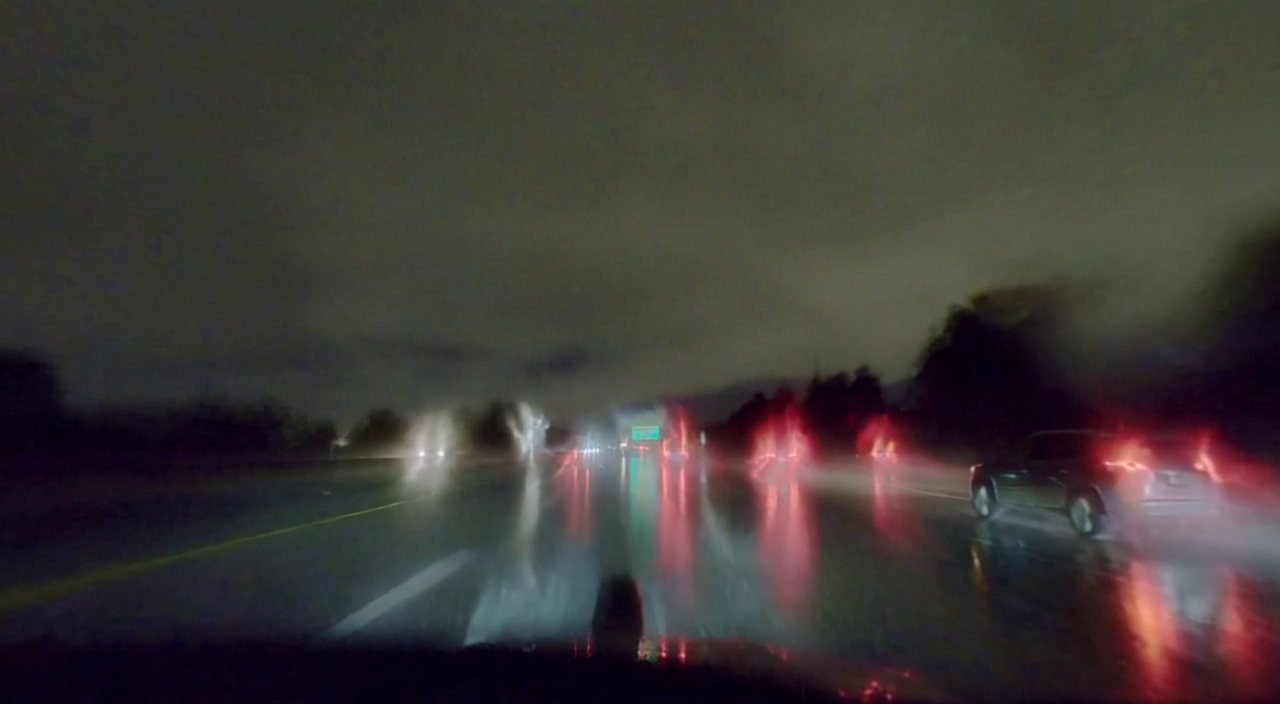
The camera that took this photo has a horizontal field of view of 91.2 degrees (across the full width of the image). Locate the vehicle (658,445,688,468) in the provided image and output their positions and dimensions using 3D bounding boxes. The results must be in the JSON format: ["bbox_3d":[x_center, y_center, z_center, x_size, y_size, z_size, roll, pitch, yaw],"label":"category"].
[{"bbox_3d":[2.283,7.422,44.513,1.895,1.555,4.030,0,-9,0],"label":"vehicle"}]
